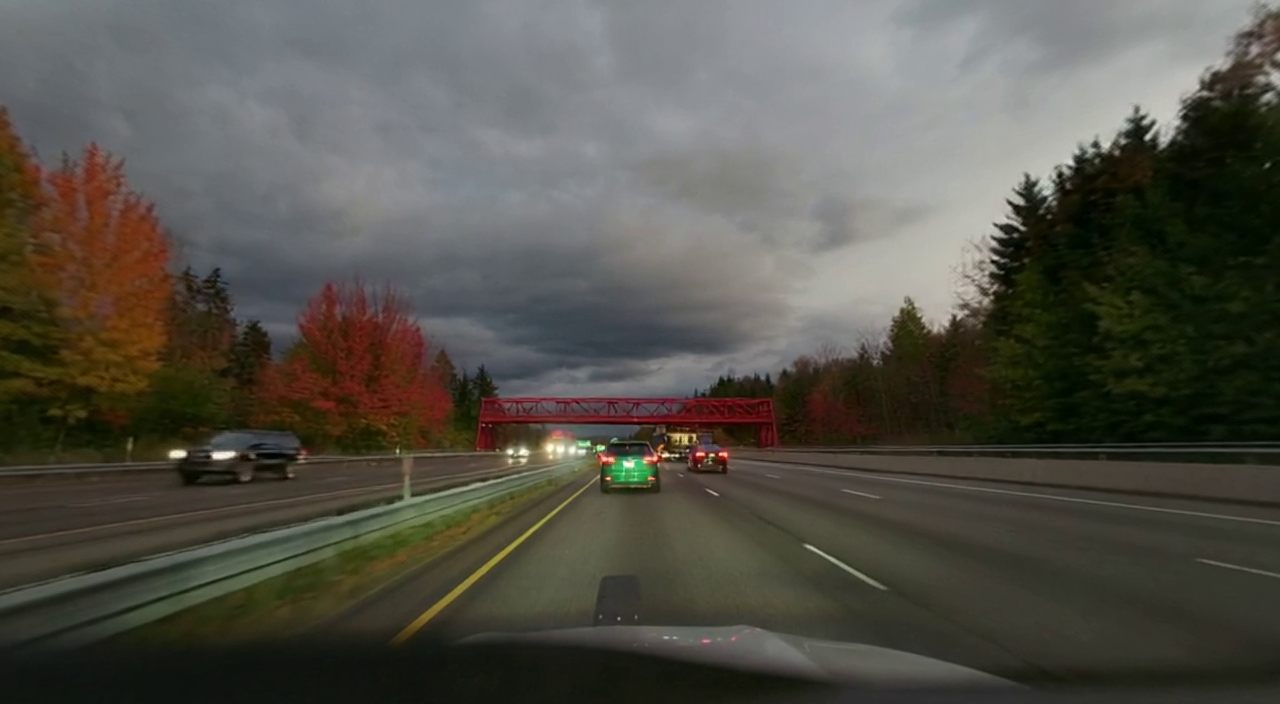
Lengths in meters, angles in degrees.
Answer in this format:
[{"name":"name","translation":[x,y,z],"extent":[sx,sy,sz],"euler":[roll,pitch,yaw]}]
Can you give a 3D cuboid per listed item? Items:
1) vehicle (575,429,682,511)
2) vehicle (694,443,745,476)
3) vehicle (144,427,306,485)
[{"name":"vehicle","translation":[-0.260,2.802,15.323],"extent":[2.259,1.699,4.015],"euler":[0,-9,0]},{"name":"vehicle","translation":[3.913,5.334,31.296],"extent":[1.894,1.487,3.751],"euler":[0,-9,-2]},{"name":"vehicle","translation":[-13.142,3.347,20.308],"extent":[2.058,1.624,4.697],"euler":[0,-9,0]}]
